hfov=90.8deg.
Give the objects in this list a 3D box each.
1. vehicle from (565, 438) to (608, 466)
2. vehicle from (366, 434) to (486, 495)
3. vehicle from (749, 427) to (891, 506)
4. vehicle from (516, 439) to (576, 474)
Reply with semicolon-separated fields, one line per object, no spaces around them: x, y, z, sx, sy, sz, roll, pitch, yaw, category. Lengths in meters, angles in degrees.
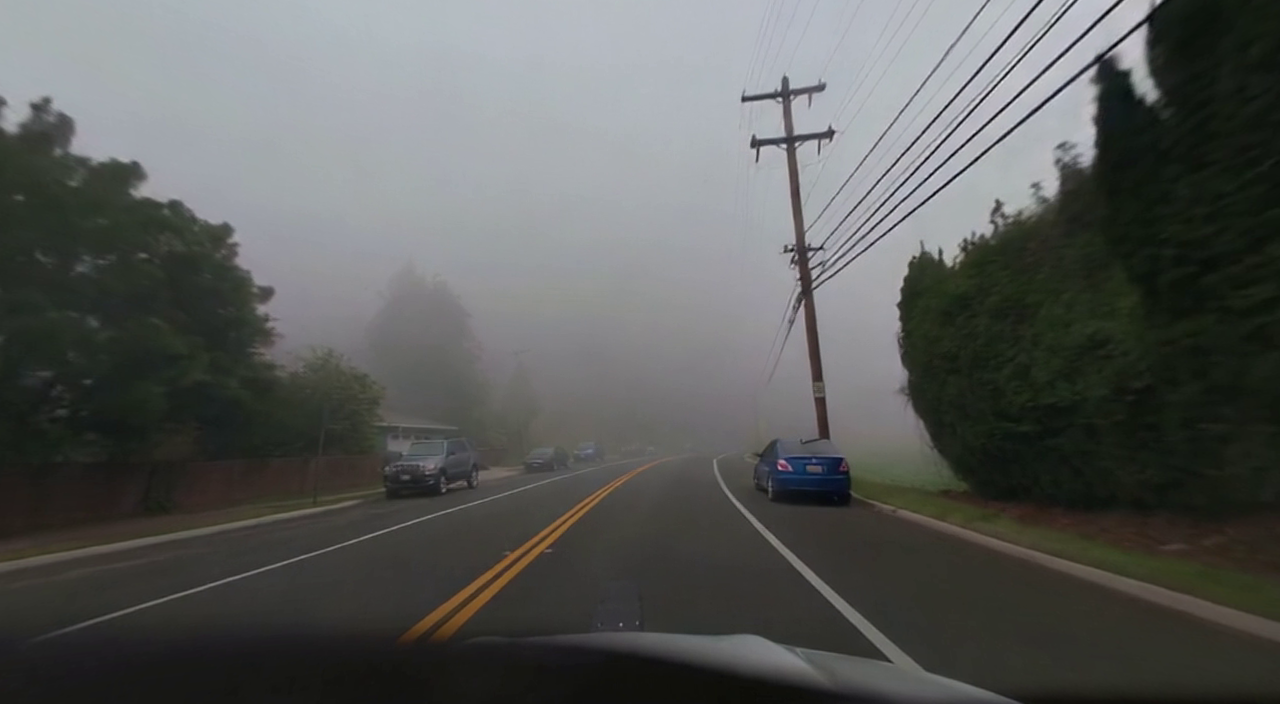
-3.609;6.920;43.415;1.927;1.542;3.886;-7;-13;9;vehicle
-6.605;3.608;20.149;2.025;1.715;4.363;-1;-11;4;vehicle
3.788;2.506;14.238;2.054;1.470;4.504;-1;-8;3;vehicle
-4.984;5.717;34.178;1.840;1.523;4.333;4;-11;9;vehicle
